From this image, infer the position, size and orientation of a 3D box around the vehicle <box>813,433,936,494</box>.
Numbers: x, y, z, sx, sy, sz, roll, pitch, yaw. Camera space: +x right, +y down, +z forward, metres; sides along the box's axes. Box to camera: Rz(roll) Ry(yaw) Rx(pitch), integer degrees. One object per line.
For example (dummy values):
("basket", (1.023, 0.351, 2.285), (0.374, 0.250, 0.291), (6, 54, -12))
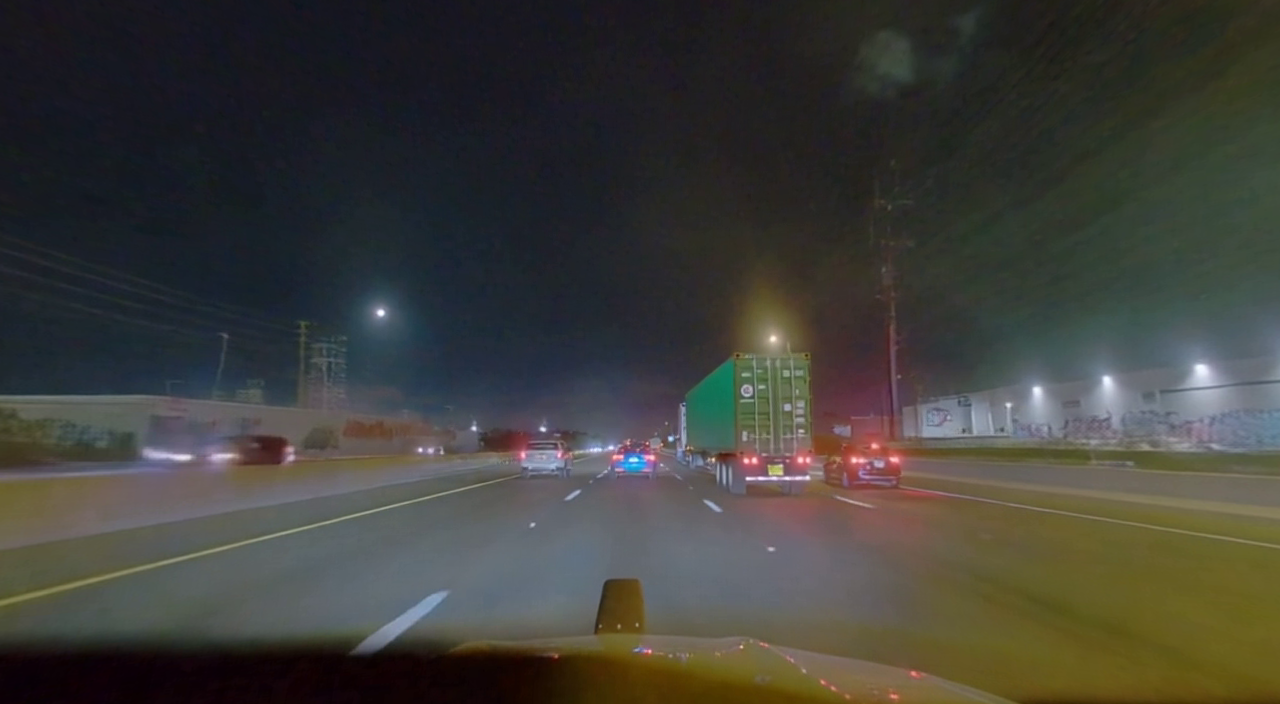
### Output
("vehicle", (7.423, 3.583, 20.627), (2.202, 1.731, 4.628), (0, -9, 0))

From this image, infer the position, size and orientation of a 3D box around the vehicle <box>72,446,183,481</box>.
("vehicle", (-24.813, 5.409, 30.815), (1.844, 1.559, 4.302), (1, -9, -2))

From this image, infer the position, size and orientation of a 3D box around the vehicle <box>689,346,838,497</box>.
("vehicle", (3.814, 2.827, 23.581), (2.800, 4.039, 13.179), (0, -9, 0))

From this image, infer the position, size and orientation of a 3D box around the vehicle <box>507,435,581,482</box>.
("vehicle", (-3.926, 4.445, 26.615), (2.264, 1.804, 4.584), (0, -9, 2))

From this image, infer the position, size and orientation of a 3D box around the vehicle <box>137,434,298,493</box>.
("vehicle", (-12.969, 3.443, 19.846), (2.019, 1.587, 4.565), (0, -9, -2))

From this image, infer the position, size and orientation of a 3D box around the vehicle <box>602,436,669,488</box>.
("vehicle", (-0.160, 3.907, 22.737), (2.191, 1.685, 4.015), (0, -9, 0))
